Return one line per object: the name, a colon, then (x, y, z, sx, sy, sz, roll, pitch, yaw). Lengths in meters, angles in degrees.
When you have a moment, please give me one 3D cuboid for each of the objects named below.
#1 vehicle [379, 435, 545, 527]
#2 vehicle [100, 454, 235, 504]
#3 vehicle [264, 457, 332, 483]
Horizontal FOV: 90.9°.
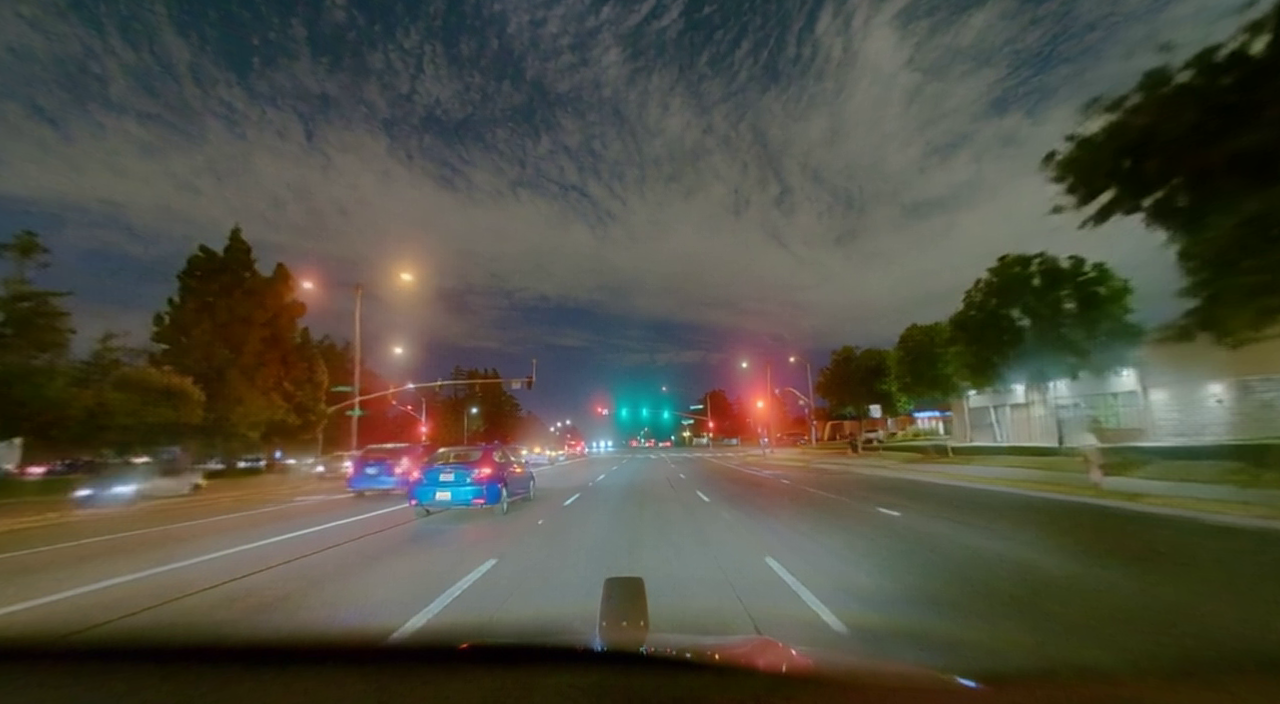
vehicle: (-3.245, 2.444, 12.537, 1.924, 1.480, 4.421, -1, -9, 1)
vehicle: (-17.911, 4.793, 24.190, 1.832, 1.628, 4.222, -1, -8, 1)
vehicle: (-21.622, 7.441, 40.063, 1.757, 1.472, 4.563, -1, -8, 1)
